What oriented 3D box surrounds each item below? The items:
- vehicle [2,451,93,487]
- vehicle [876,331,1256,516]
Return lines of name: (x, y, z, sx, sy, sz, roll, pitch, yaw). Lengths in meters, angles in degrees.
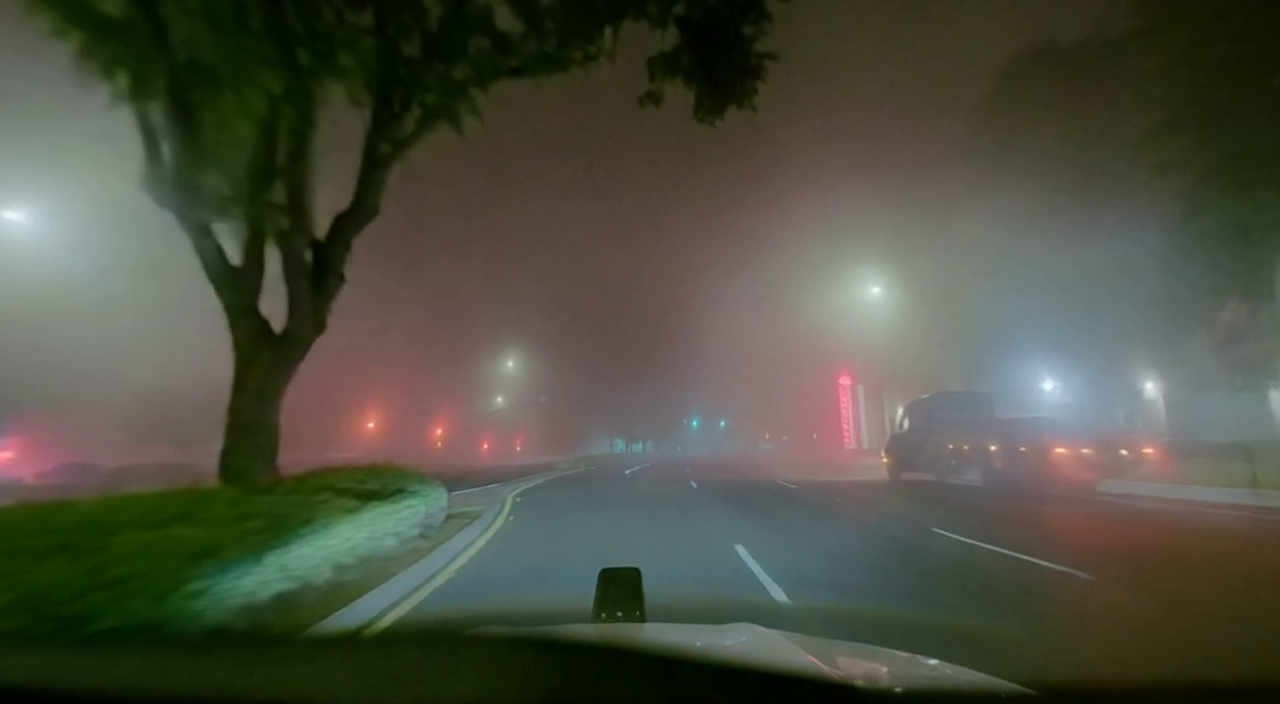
vehicle: (-45.212, 8.879, 48.423, 2.318, 2.515, 5.911, 2, -9, -14)
vehicle: (10.010, 2.129, 17.322, 2.946, 3.506, 10.682, 0, -9, 0)
